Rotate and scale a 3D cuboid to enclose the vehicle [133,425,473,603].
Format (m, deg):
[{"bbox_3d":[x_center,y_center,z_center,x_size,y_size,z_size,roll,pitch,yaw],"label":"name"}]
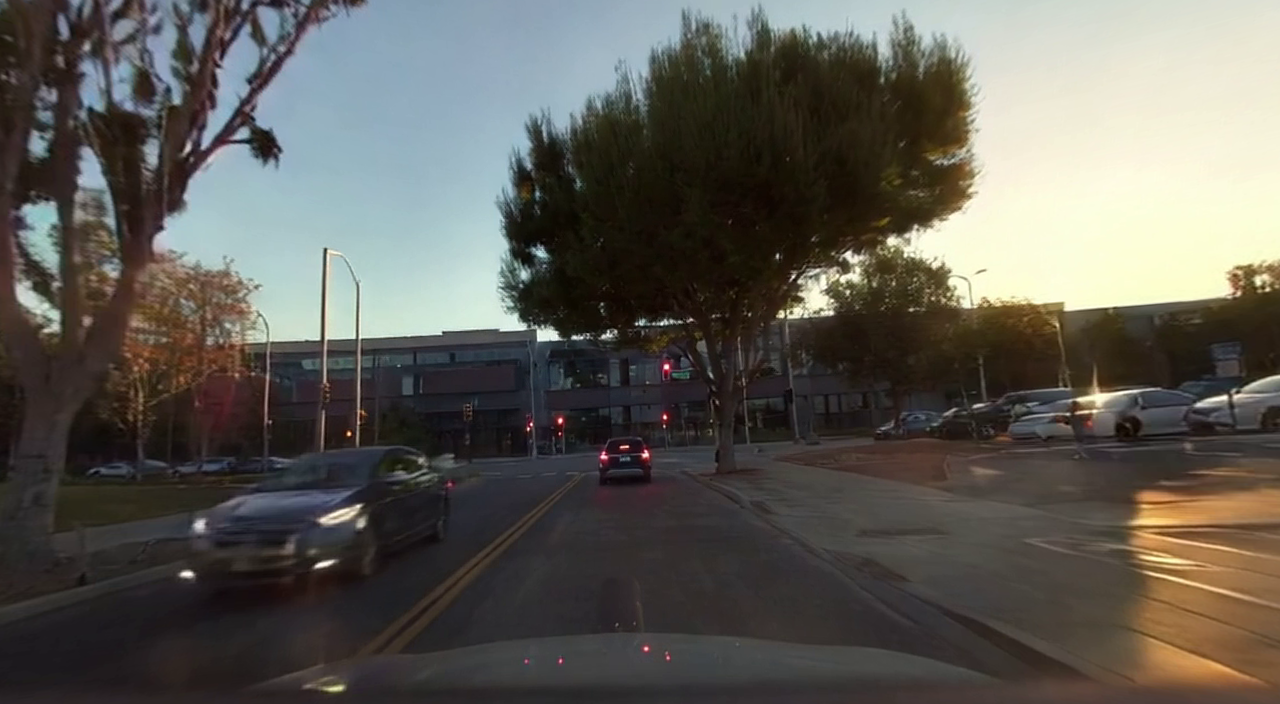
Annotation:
[{"bbox_3d":[-3.685,1.806,7.960,2.057,1.613,4.062,-1,-8,0],"label":"vehicle"}]

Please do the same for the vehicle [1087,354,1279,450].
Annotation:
[{"bbox_3d":[11.637,0.977,12.033,4.559,1.619,1.855,-3,-9,6],"label":"vehicle"}]

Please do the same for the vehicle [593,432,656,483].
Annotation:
[{"bbox_3d":[-0.511,3.875,23.357,2.142,1.686,3.816,-1,-8,0],"label":"vehicle"}]
